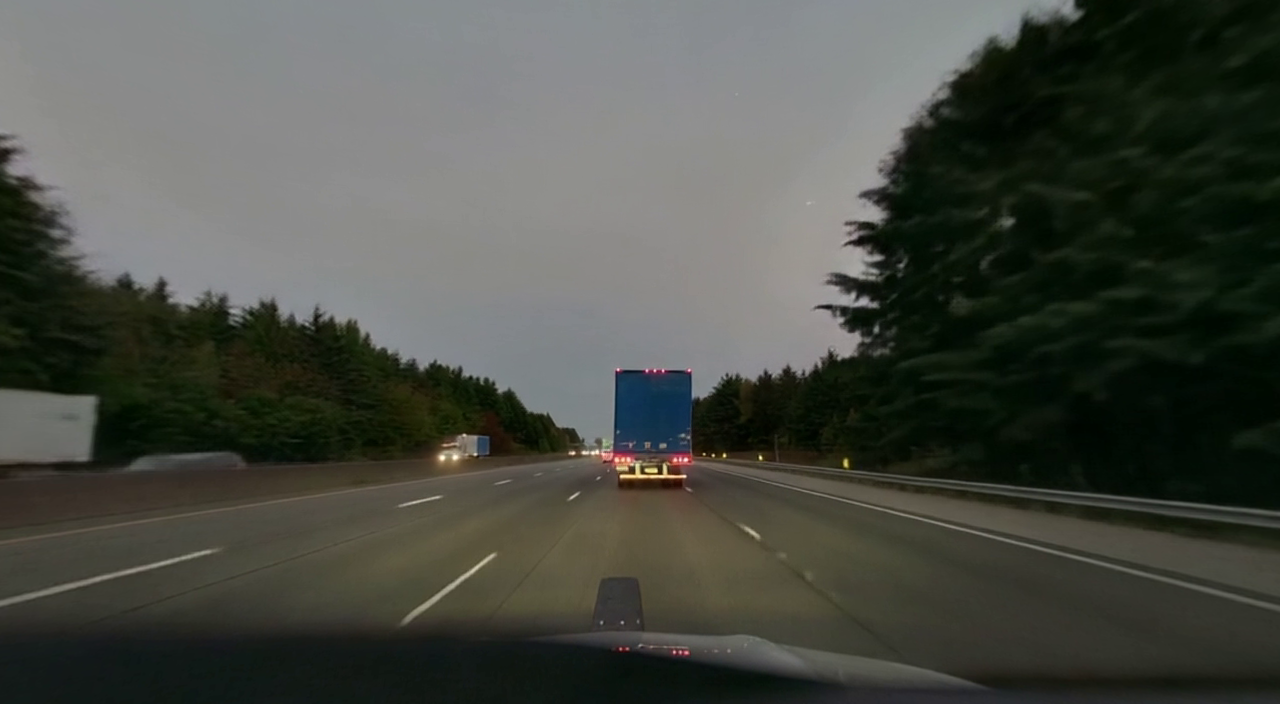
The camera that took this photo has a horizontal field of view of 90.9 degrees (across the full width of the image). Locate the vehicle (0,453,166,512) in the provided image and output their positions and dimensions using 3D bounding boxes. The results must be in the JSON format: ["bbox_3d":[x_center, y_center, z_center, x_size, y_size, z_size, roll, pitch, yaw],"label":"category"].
[{"bbox_3d":[-15.884,3.595,17.836,1.833,1.421,4.005,0,-9,-1],"label":"vehicle"}]

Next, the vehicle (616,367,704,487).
[{"bbox_3d":[0.604,3.227,25.942,2.898,3.973,10.063,0,-9,-1],"label":"vehicle"}]
